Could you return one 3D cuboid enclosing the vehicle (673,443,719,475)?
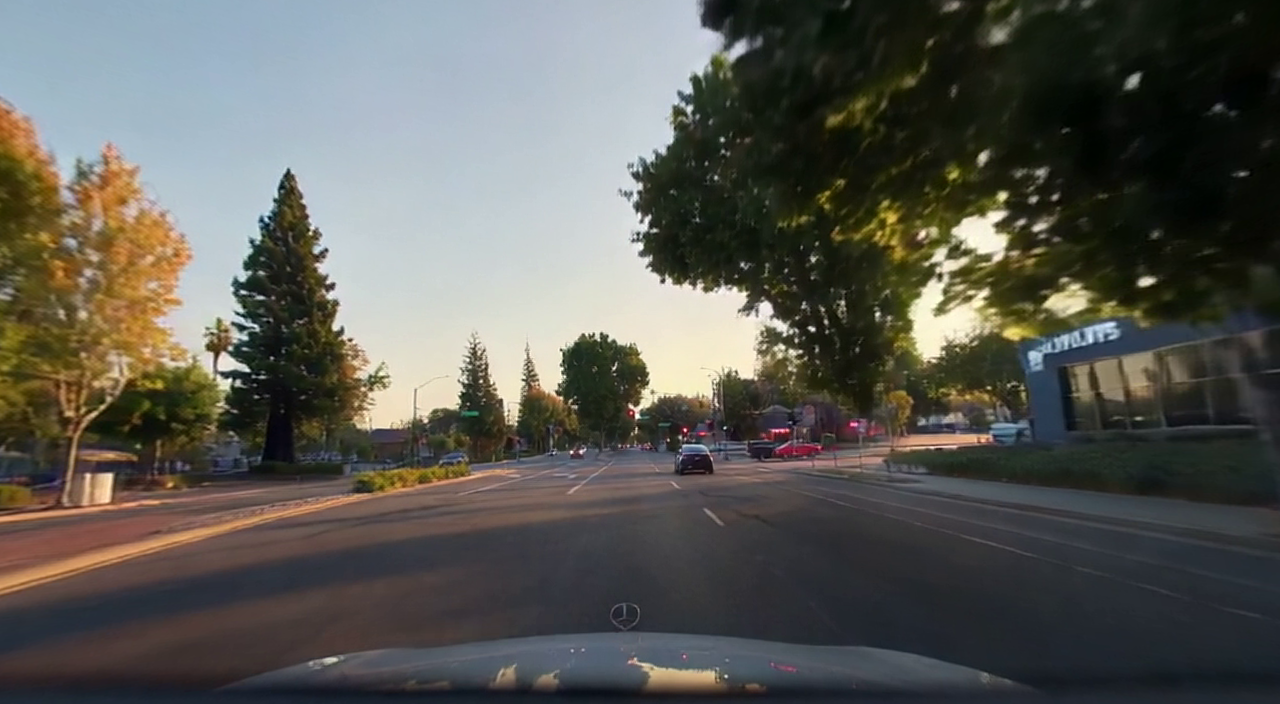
[{"bbox_3d":[2.951,5.696,33.929,1.961,1.580,4.020,0,-9,-2],"label":"vehicle"}]
